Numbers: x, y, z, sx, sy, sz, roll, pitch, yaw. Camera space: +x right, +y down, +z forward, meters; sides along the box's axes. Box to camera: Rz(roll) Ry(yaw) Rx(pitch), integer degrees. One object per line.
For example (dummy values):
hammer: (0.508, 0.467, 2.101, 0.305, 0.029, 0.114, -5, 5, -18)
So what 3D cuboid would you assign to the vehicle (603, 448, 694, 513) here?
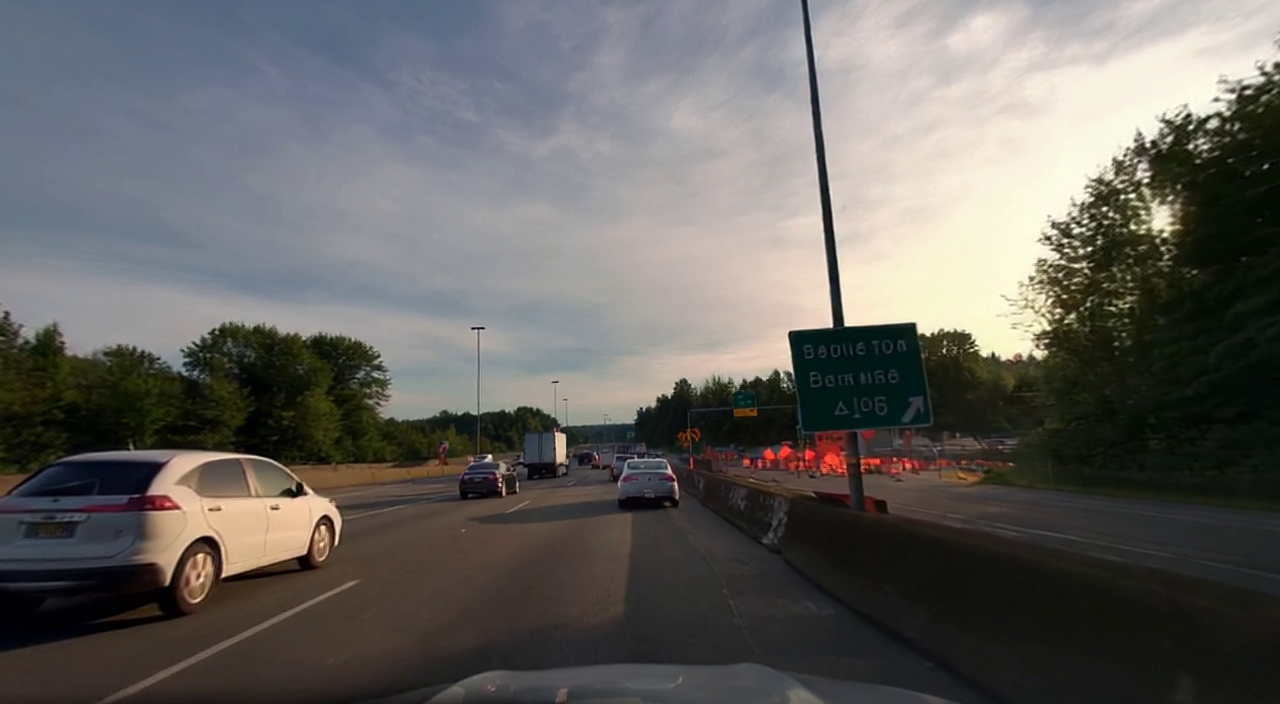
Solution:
vehicle: (0.195, 3.202, 16.113, 2.080, 1.451, 3.512, 0, -9, 0)

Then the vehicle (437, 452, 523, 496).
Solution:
vehicle: (-5.654, 4.342, 22.769, 2.063, 1.417, 4.000, 0, -9, 0)

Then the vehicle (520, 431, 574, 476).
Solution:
vehicle: (-5.853, 6.534, 40.464, 2.326, 2.645, 6.249, 0, -9, 1)

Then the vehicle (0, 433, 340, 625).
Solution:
vehicle: (-5.519, 1.757, 7.259, 1.892, 1.481, 4.573, 0, -9, -1)
